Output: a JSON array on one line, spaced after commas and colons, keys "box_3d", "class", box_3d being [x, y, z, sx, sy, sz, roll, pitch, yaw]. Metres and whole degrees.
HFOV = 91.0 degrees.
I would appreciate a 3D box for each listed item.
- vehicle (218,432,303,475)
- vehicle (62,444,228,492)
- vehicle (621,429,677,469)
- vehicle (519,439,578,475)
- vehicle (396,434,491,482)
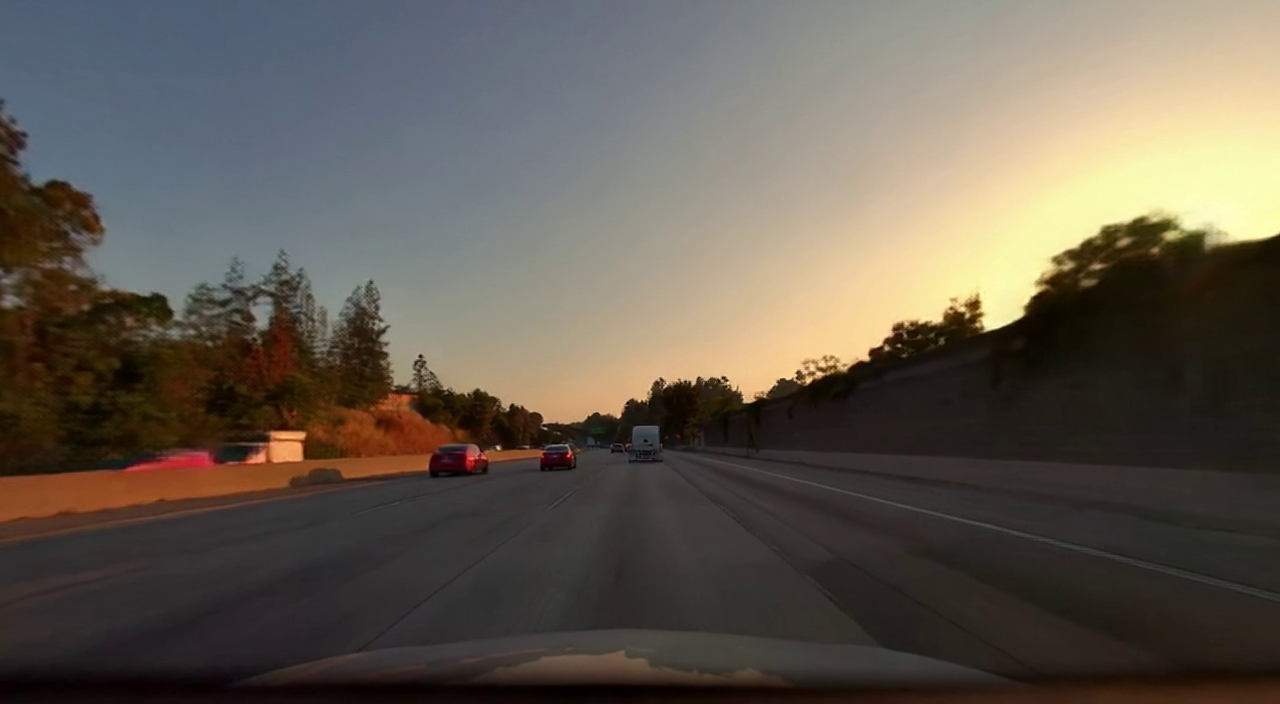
[{"box_3d": [-24.647, 6.604, 41.146, 2.396, 2.608, 4.808, 0, -9, 1], "class": "vehicle"}, {"box_3d": [-20.360, 4.751, 26.395, 1.948, 1.754, 6.062, 0, -9, 1], "class": "vehicle"}, {"box_3d": [0.433, 5.292, 34.526, 2.856, 1.994, 4.931, 0, -8, 0], "class": "vehicle"}, {"box_3d": [-4.041, 4.720, 28.576, 2.000, 1.512, 4.371, 0, -8, 0], "class": "vehicle"}, {"box_3d": [-7.496, 4.087, 24.610, 2.189, 1.673, 4.699, 0, -9, 0], "class": "vehicle"}]
